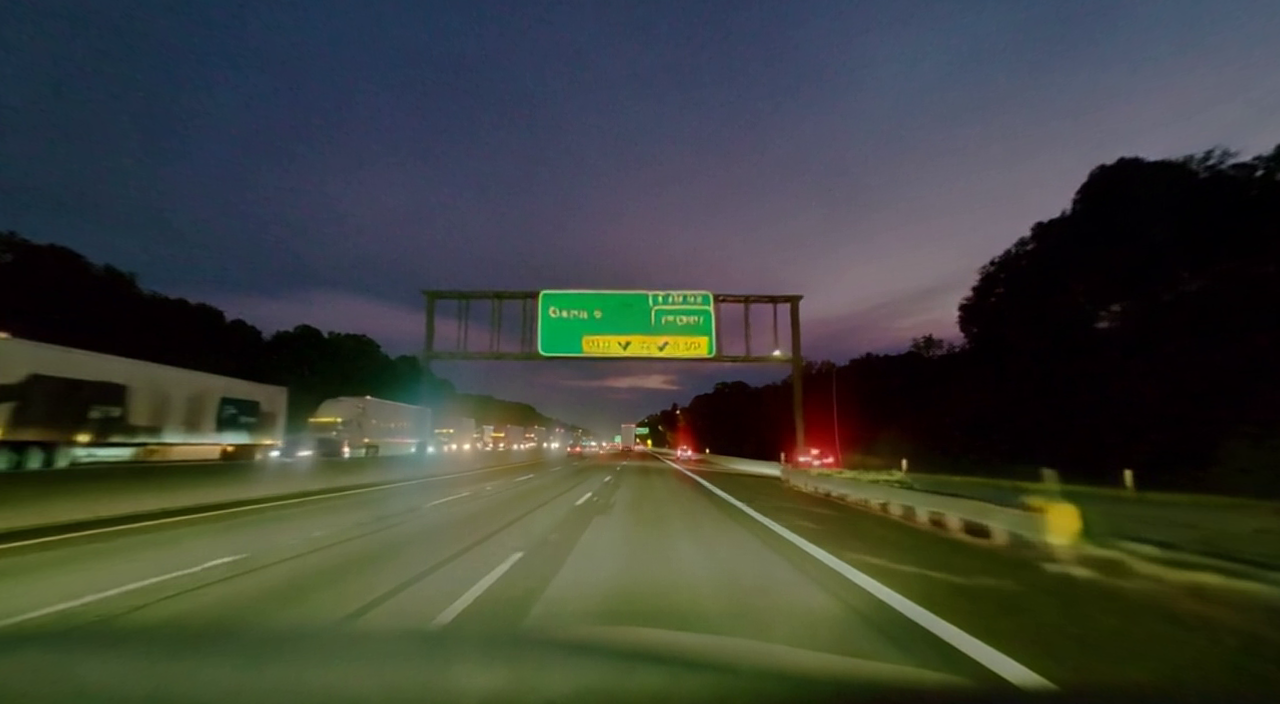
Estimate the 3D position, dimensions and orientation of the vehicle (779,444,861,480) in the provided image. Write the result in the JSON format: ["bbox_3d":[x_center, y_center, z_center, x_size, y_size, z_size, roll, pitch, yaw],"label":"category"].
[{"bbox_3d":[9.551,5.877,33.810,2.080,1.725,4.252,5,-10,-20],"label":"vehicle"}]

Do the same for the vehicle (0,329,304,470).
[{"bbox_3d":[-18.573,2.403,24.809,2.787,3.985,14.192,0,-9,0],"label":"vehicle"}]

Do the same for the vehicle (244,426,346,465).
[{"bbox_3d":[-14.432,3.974,26.642,1.915,1.479,4.154,0,-9,0],"label":"vehicle"}]

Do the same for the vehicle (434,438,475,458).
[{"bbox_3d":[-14.590,7.587,49.869,1.935,1.462,4.396,0,-9,-1],"label":"vehicle"}]

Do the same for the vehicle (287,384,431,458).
[{"bbox_3d":[-18.641,5.226,43.795,2.838,3.993,15.405,3,-10,0],"label":"vehicle"}]

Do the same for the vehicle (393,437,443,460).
[{"bbox_3d":[-14.217,6.221,40.579,1.873,1.432,3.960,0,-9,-1],"label":"vehicle"}]
